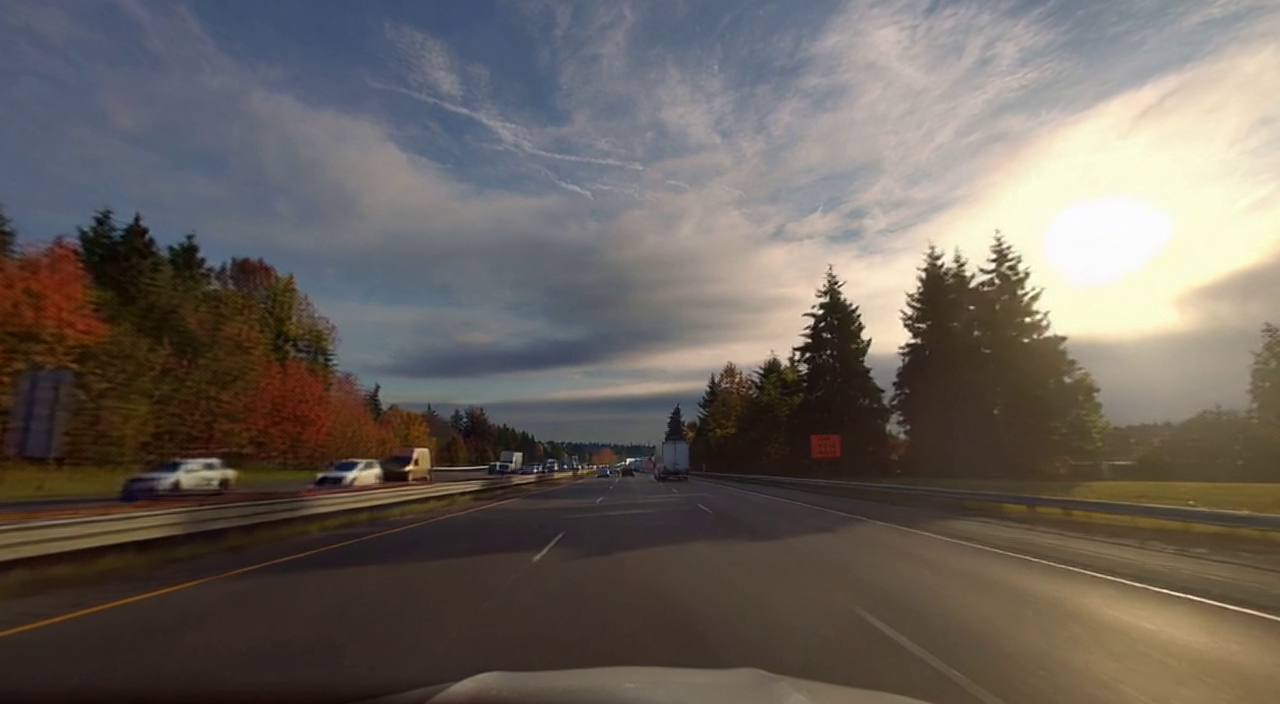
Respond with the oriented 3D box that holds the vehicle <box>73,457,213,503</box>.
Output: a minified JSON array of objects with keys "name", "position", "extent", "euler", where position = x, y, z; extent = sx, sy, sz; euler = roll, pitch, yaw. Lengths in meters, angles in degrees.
[{"name":"vehicle","position":[-19.489,5.036,25.039],"extent":[1.944,1.636,4.409],"euler":[1,-10,-1]}]

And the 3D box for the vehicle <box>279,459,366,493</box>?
[{"name":"vehicle","position":[-15.914,6.238,31.885],"extent":[1.960,1.568,4.592],"euler":[1,-10,0]}]
